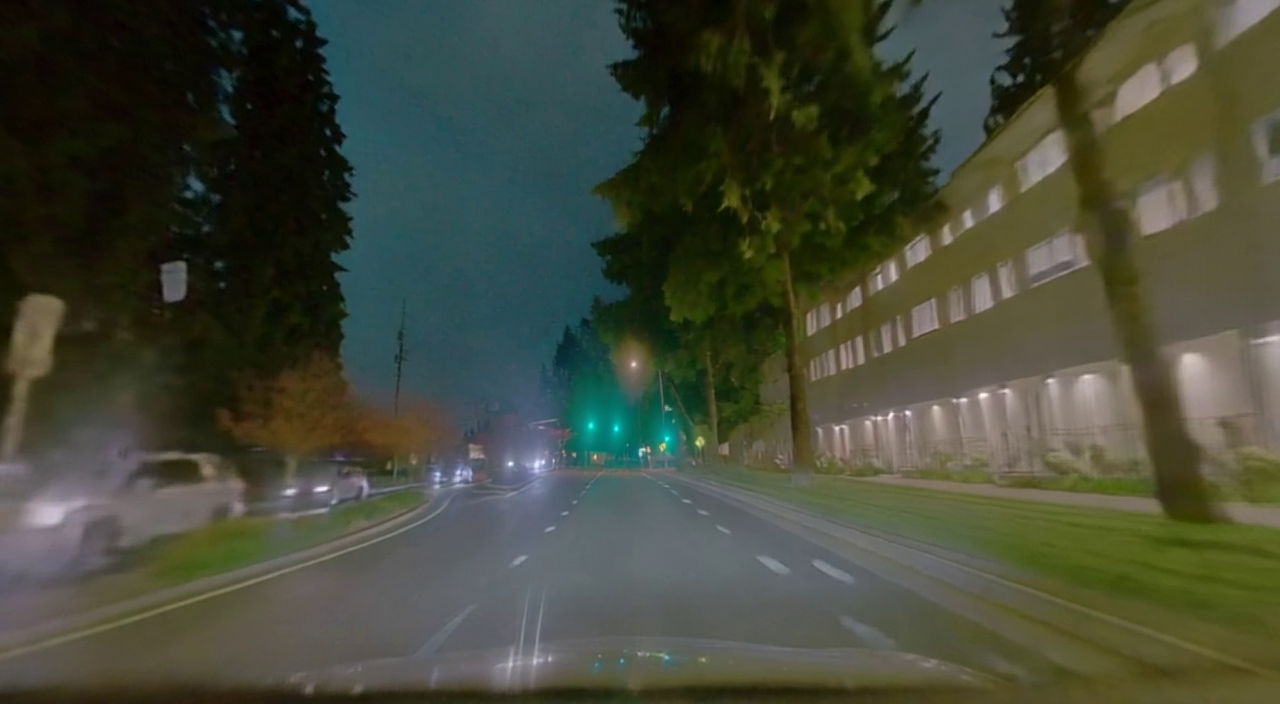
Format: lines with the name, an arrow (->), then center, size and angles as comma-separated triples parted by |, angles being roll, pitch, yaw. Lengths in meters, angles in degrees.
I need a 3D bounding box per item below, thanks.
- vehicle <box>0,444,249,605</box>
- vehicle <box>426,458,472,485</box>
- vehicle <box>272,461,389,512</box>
vehicle -> -8.395, 2.307, 9.450 | 2.057, 1.805, 4.933 | 0, -8, -3
vehicle -> -13.550, 8.464, 44.854 | 1.979, 1.757, 4.514 | 0, -8, -2
vehicle -> -10.951, 4.756, 22.663 | 1.925, 1.503, 4.411 | 0, -8, 1
